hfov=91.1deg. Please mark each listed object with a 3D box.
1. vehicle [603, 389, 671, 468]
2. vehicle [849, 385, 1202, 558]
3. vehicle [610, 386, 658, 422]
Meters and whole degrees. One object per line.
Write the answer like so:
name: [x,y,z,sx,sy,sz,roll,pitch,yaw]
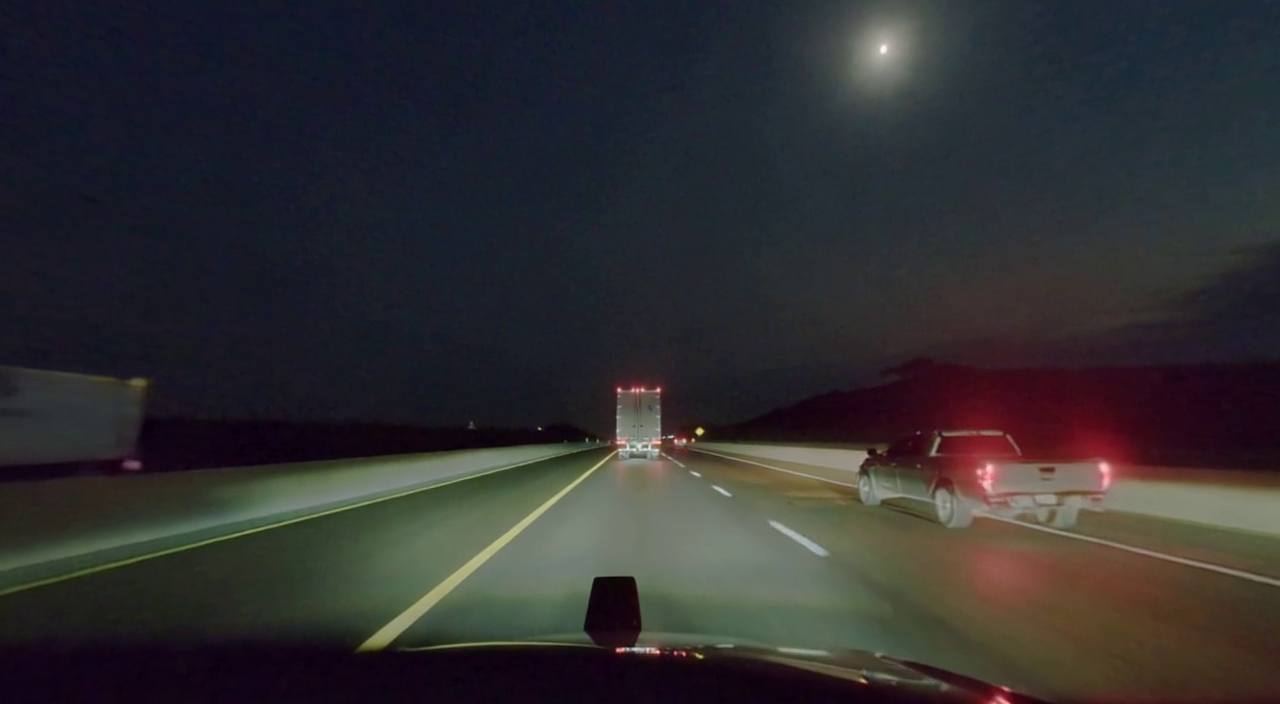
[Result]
vehicle: [-0.363,4.130,34.206,2.953,3.406,13.372,1,-7,-2]
vehicle: [4.899,1.583,9.087,2.091,1.829,4.625,0,-8,-1]
vehicle: [-0.300,2.546,29.956,2.112,1.472,4.240,0,-8,-1]
